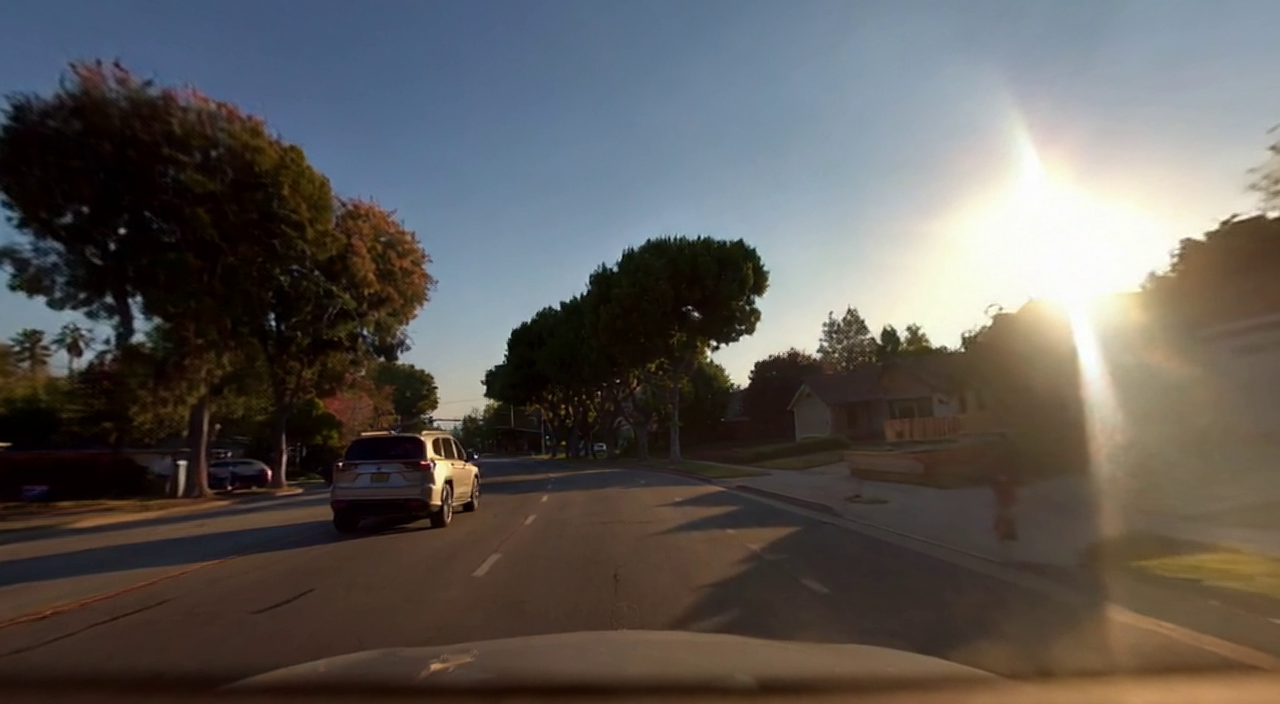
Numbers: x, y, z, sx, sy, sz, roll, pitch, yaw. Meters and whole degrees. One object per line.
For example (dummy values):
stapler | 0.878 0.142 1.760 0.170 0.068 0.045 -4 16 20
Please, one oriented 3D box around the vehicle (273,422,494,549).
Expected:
vehicle | -4.146 2.221 11.220 2.175 1.772 4.442 0 -8 -2

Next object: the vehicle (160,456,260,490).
vehicle | -27.139 7.650 40.030 4.809 1.471 2.012 -5 -8 -12
